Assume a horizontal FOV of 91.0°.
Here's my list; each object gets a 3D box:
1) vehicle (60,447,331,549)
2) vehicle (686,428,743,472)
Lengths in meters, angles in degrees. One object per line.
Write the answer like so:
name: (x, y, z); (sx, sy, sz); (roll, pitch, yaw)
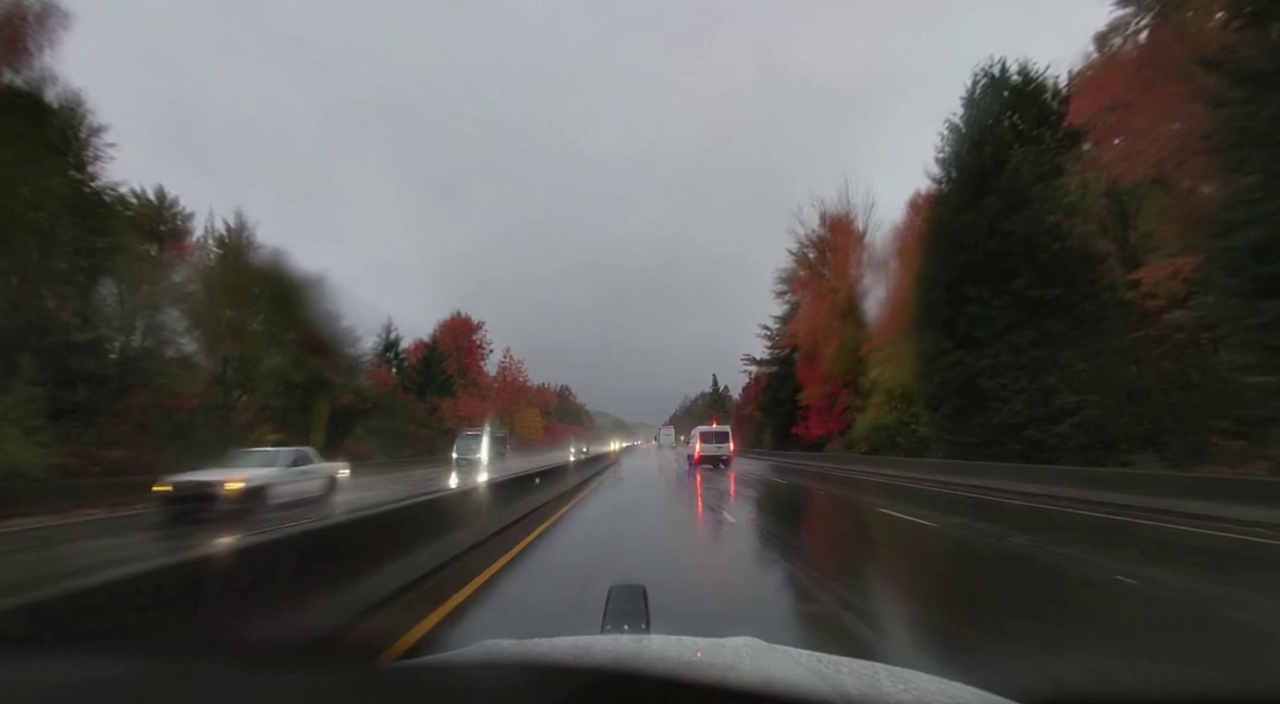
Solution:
vehicle: (-7.950, 2.581, 11.930); (1.914, 1.523, 4.361); (0, -8, 0)
vehicle: (3.788, 5.122, 33.034); (2.291, 2.112, 5.052); (0, -8, -1)
